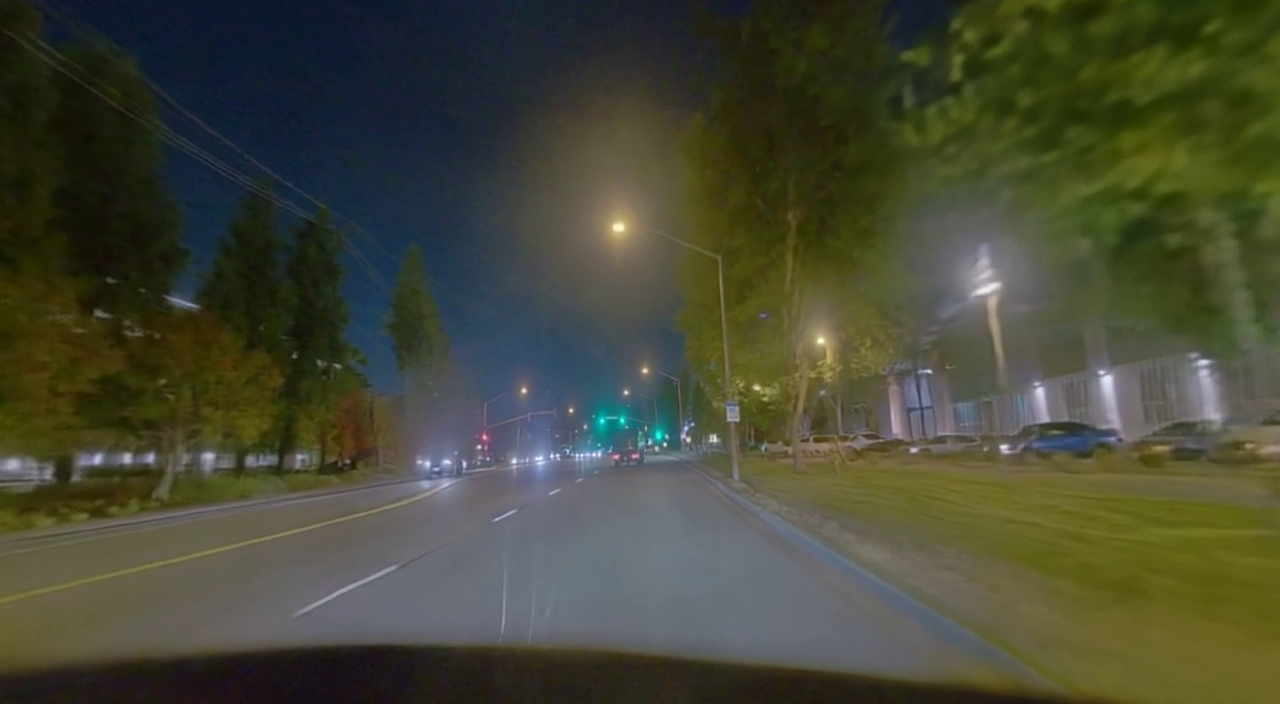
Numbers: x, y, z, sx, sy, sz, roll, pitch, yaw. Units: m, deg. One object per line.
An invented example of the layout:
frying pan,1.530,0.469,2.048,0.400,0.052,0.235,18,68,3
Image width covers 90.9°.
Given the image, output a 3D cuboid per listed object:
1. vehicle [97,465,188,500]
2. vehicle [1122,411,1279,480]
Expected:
vehicle,-30.260,7.929,38.518,1.967,1.877,4.256,0,-9,0
vehicle,15.939,2.569,17.319,3.917,1.737,1.922,1,-9,-8
